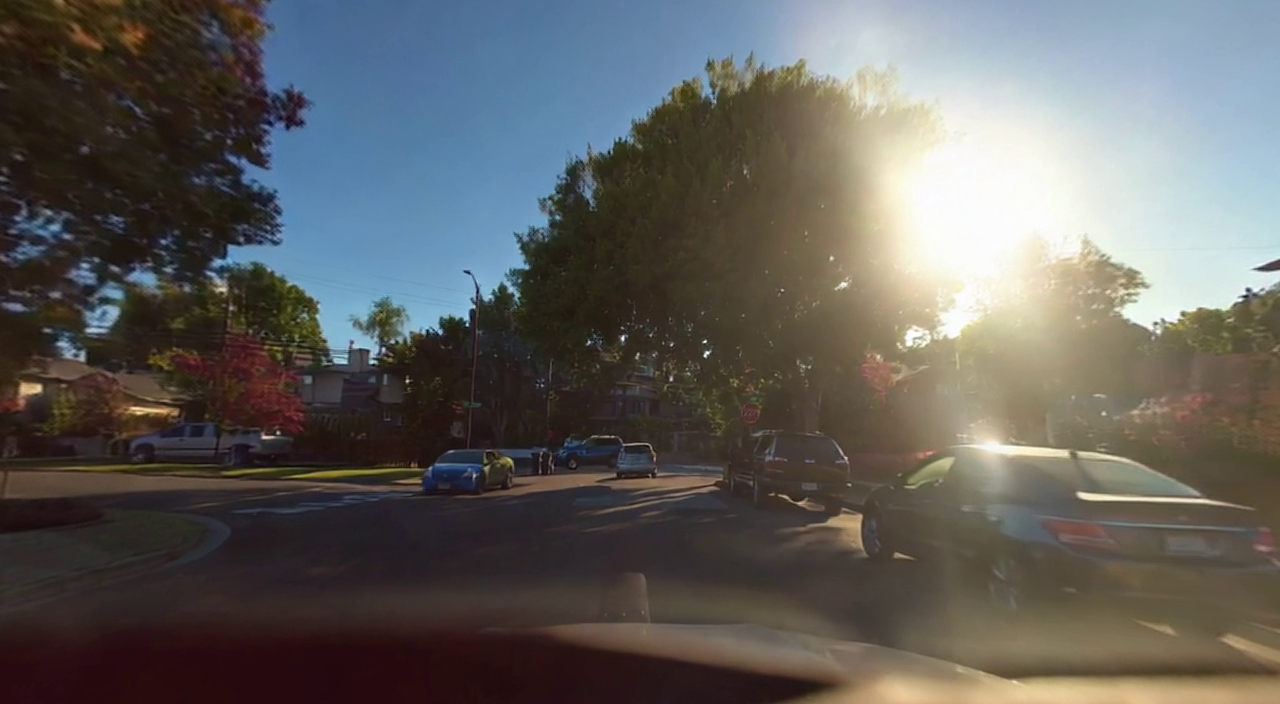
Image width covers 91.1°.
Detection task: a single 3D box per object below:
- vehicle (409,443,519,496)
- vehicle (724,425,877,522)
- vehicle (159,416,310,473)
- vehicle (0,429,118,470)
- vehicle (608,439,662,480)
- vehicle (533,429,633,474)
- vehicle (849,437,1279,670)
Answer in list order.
[{"bbox_3d":[-5.234,3.546,19.426,1.999,1.441,4.628,0,-9,1],"label":"vehicle"},{"bbox_3d":[3.355,2.614,14.166,2.144,1.751,4.472,2,-8,-2],"label":"vehicle"},{"bbox_3d":[-16.087,3.762,25.449,2.320,2.030,5.730,0,-9,-1],"label":"vehicle"},{"bbox_3d":[-24.258,3.996,25.764,1.852,1.518,4.438,0,-9,-1],"label":"vehicle"},{"bbox_3d":[-0.246,4.293,25.336,2.010,1.499,4.107,0,-9,-2],"label":"vehicle"},{"bbox_3d":[-3.380,5.691,36.162,2.772,2.319,6.249,6,-11,-37],"label":"vehicle"},{"bbox_3d":[3.824,1.628,6.288,1.876,1.477,4.324,0,-8,-1],"label":"vehicle"}]
